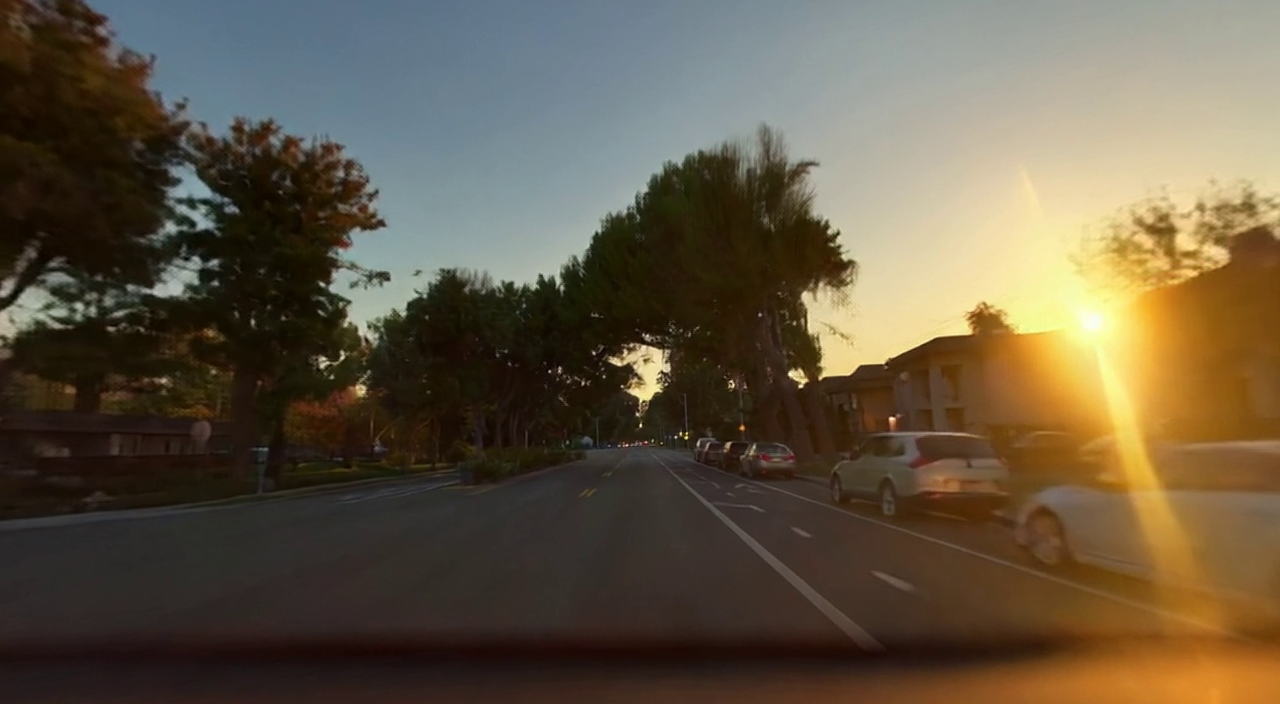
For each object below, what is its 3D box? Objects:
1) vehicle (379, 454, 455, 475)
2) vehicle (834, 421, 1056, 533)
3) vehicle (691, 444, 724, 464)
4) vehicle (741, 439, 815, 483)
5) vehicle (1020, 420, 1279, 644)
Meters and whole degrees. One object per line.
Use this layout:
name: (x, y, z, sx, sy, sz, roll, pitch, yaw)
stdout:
vehicle: (-16.372, 8.251, 46.499, 4.826, 1.491, 2.086, 0, -8, -2)
vehicle: (5.349, 2.233, 11.864, 1.990, 1.694, 4.179, 0, -8, -1)
vehicle: (4.994, 7.588, 47.051, 1.935, 1.433, 4.241, 0, -8, -1)
vehicle: (5.221, 4.176, 24.462, 1.837, 1.532, 3.886, 0, -8, -2)
vehicle: (5.432, 1.331, 5.161, 1.974, 1.548, 4.160, -3, -9, 0)
